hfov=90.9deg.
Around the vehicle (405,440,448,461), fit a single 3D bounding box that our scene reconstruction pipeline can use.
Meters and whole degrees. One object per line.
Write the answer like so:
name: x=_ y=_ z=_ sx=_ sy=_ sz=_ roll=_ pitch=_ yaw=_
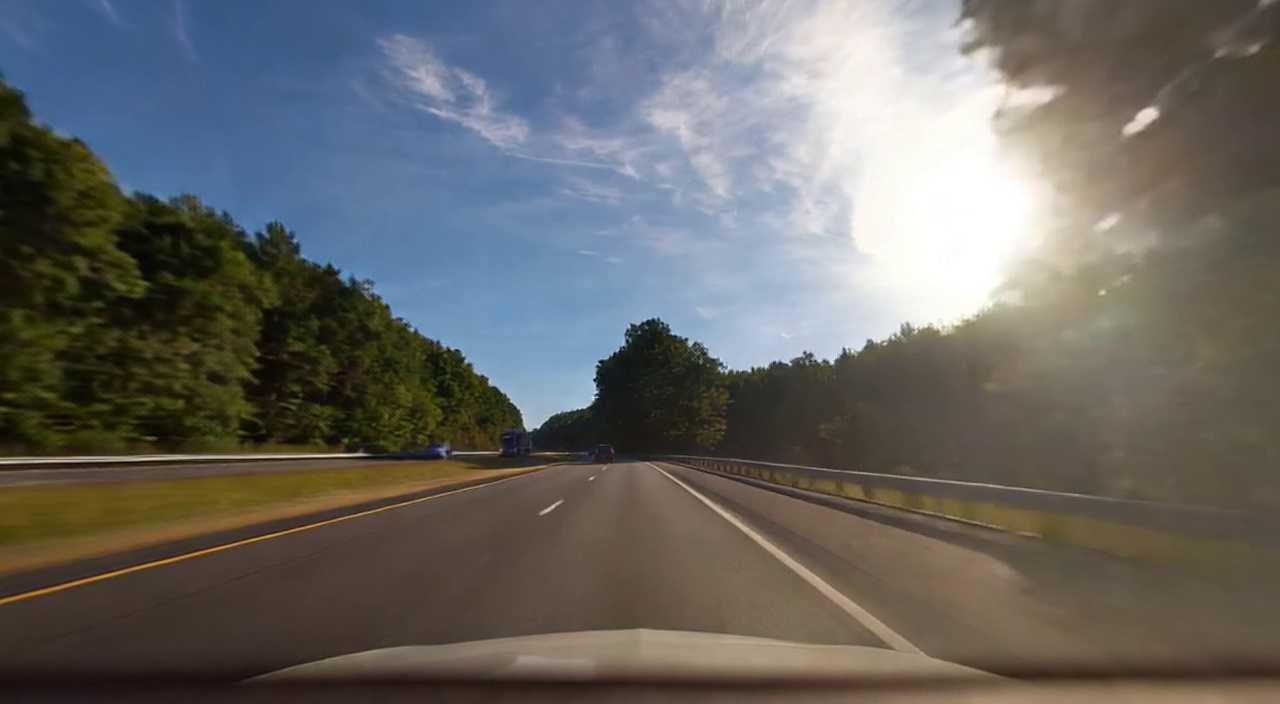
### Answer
vehicle: x=-15.680 y=7.220 z=46.400 sx=1.781 sy=1.458 sz=3.767 roll=0 pitch=-9 yaw=1
